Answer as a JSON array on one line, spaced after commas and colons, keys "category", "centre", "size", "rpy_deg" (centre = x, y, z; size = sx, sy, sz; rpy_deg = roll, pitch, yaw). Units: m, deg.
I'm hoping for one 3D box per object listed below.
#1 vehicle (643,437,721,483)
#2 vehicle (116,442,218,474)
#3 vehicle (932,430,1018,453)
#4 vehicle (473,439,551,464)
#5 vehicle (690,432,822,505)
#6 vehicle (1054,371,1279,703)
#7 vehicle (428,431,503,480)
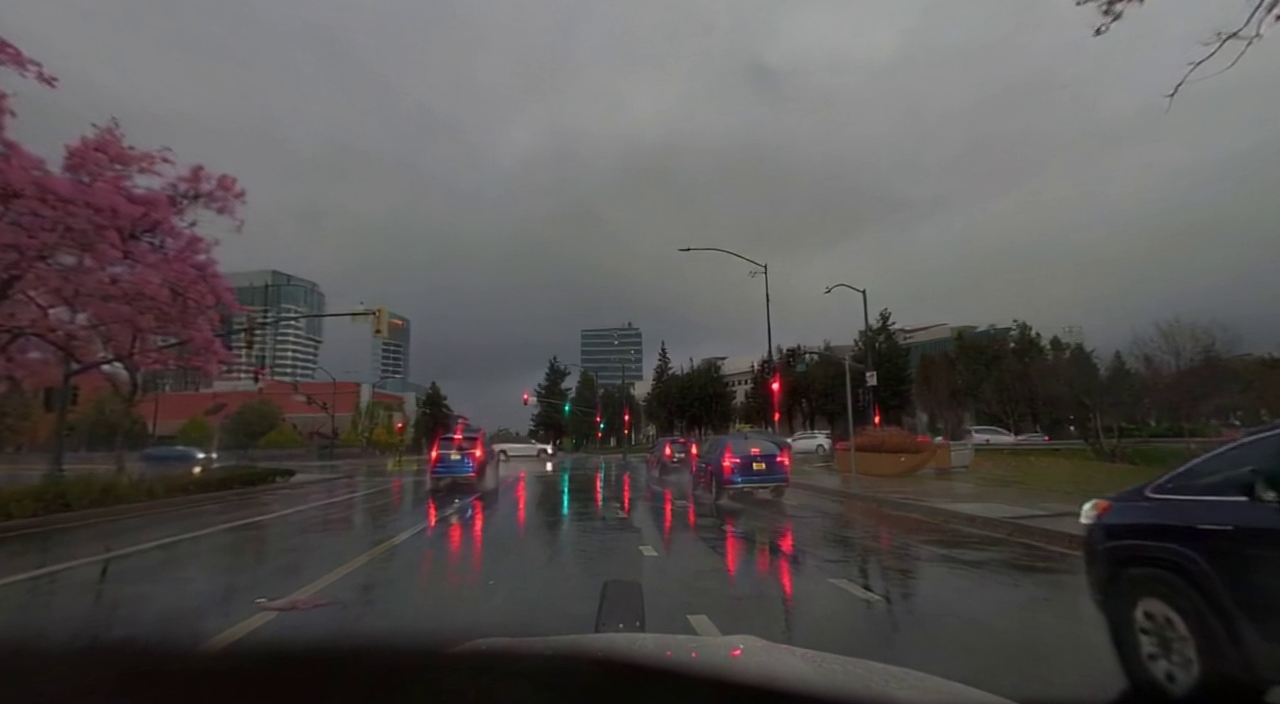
[{"category": "vehicle", "centre": [1.361, 3.791, 22.472], "size": [2.007, 1.466, 4.291], "rpy_deg": [1, -9, -7]}, {"category": "vehicle", "centre": [-27.453, 6.127, 36.795], "size": [4.263, 1.769, 1.870], "rpy_deg": [1, -9, -7]}, {"category": "vehicle", "centre": [22.720, 6.100, 42.923], "size": [4.829, 1.470, 1.874], "rpy_deg": [1, -8, -6]}, {"category": "vehicle", "centre": [-7.906, 6.209, 39.400], "size": [4.526, 1.452, 1.920], "rpy_deg": [1, -8, -6]}, {"category": "vehicle", "centre": [2.621, 2.764, 15.474], "size": [2.019, 1.518, 4.285], "rpy_deg": [1, -9, -6]}, {"category": "vehicle", "centre": [4.294, 0.787, 2.256], "size": [2.154, 1.632, 4.710], "rpy_deg": [0, -8, -5]}, {"category": "vehicle", "centre": [-6.596, 3.959, 24.435], "size": [1.995, 1.703, 4.367], "rpy_deg": [0, -8, -5]}]
